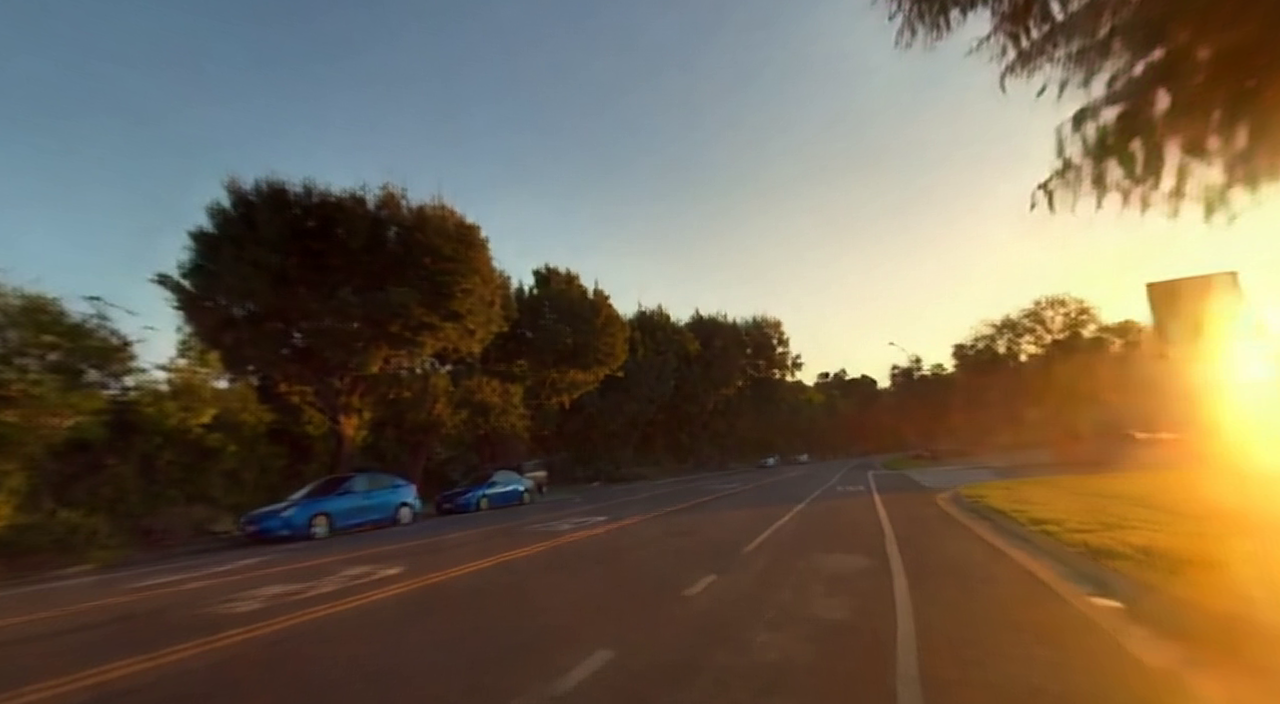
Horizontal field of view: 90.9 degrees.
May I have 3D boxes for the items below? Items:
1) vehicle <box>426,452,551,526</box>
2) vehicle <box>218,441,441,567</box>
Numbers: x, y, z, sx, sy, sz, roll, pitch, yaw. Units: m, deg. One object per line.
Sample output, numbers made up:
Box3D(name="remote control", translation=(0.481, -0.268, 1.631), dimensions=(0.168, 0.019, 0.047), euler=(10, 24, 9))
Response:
Box3D(name="vehicle", translation=(-5.271, 4.811, 22.627), dimensions=(2.087, 1.700, 4.467), euler=(-7, -3, 20))
Box3D(name="vehicle", translation=(-7.649, 3.705, 16.304), dimensions=(2.159, 1.959, 5.179), euler=(-7, -2, 14))
